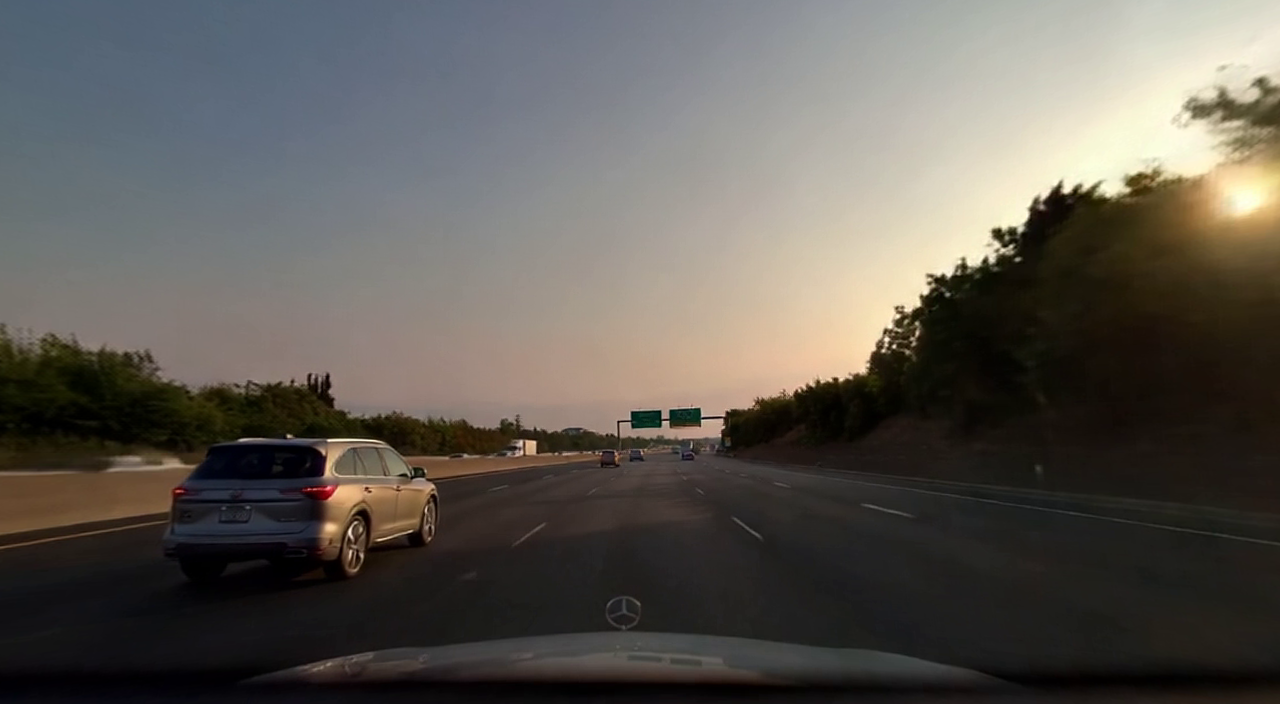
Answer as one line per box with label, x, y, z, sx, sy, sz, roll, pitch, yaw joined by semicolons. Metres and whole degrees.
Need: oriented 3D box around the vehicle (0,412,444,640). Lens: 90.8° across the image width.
vehicle;-3.787;1.567;6.679;2.016;1.623;4.126;0;-9;1
